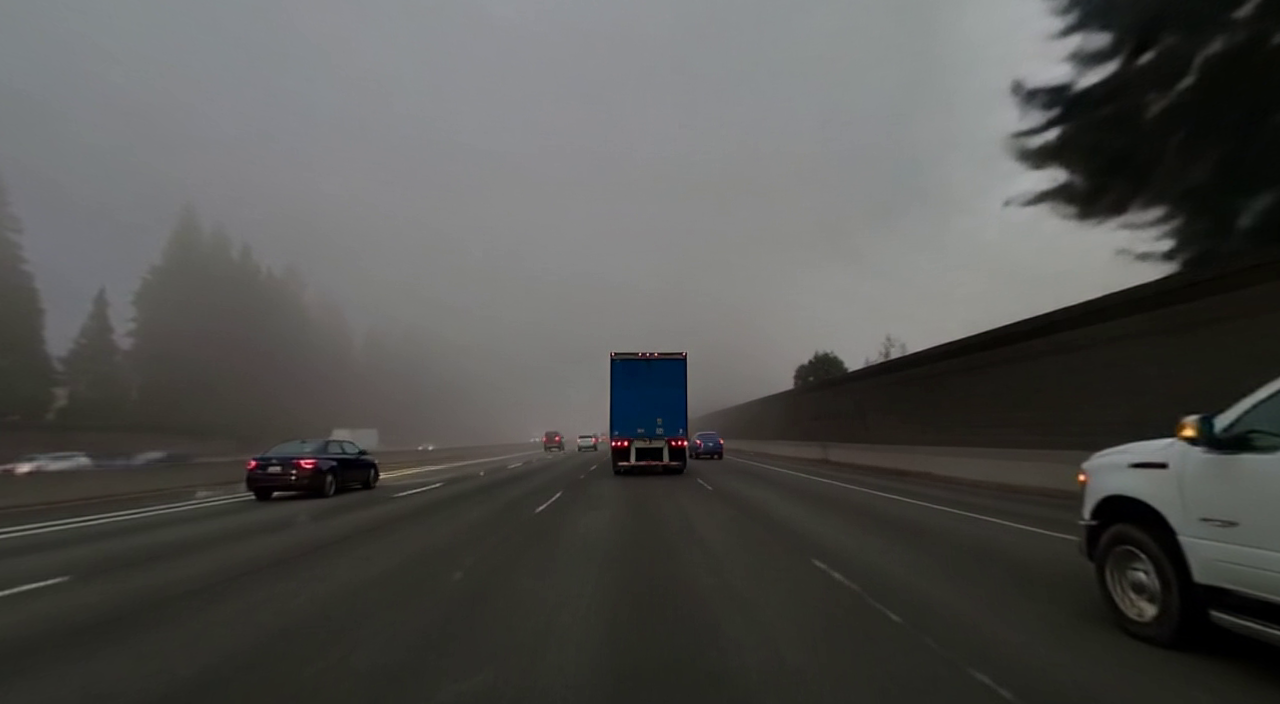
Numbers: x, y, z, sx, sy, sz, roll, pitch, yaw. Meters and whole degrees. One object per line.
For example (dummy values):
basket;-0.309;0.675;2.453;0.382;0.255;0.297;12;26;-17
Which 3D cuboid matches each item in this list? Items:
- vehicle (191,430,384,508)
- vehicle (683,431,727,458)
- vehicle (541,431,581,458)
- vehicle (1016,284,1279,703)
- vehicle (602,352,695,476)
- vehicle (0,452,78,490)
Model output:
vehicle;-7.656;2.538;14.213;2.059;1.500;4.001;0;-8;-1
vehicle;3.913;5.672;38.745;2.044;1.508;4.716;0;-8;-2
vehicle;-5.091;5.991;41.042;2.134;1.650;4.133;0;-8;-1
vehicle;3.647;0.539;1.723;2.118;1.832;4.901;0;-8;-1
vehicle;0.038;2.642;25.114;2.904;3.915;10.473;0;-8;-3
vehicle;-31.285;5.953;31.727;1.833;1.703;4.317;0;-8;-1
